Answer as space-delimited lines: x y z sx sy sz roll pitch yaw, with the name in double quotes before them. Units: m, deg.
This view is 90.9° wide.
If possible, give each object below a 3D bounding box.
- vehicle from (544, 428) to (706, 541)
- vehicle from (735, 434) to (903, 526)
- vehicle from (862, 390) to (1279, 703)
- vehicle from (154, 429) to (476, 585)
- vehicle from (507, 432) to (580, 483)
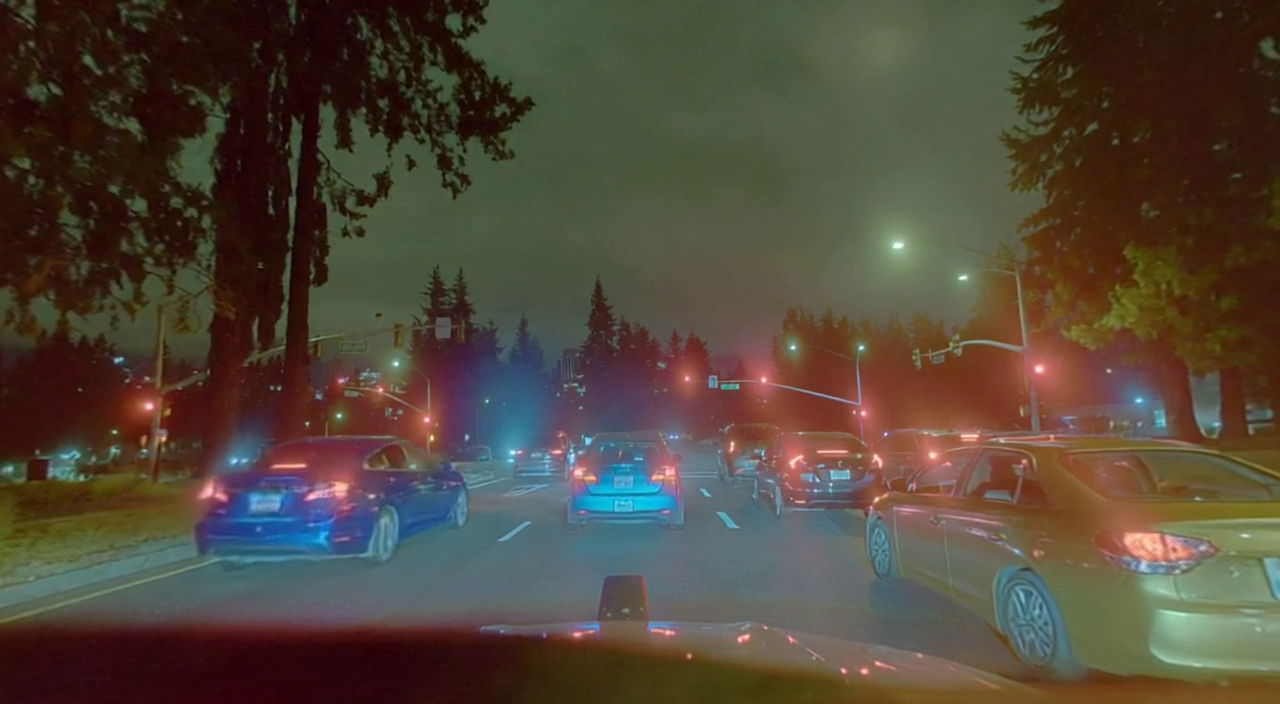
"vehicle" -0.209 2.055 10.360 2.147 1.479 3.803 0 -8 0
"vehicle" 3.195 2.345 12.306 1.975 1.460 4.357 0 -8 0
"vehicle" 3.145 1.153 4.036 1.903 1.480 4.270 0 -8 0
"vehicle" -3.732 1.831 8.383 1.935 1.482 4.433 0 -8 0
"vehicle" -3.474 3.877 23.454 1.961 1.714 4.268 0 -8 1
